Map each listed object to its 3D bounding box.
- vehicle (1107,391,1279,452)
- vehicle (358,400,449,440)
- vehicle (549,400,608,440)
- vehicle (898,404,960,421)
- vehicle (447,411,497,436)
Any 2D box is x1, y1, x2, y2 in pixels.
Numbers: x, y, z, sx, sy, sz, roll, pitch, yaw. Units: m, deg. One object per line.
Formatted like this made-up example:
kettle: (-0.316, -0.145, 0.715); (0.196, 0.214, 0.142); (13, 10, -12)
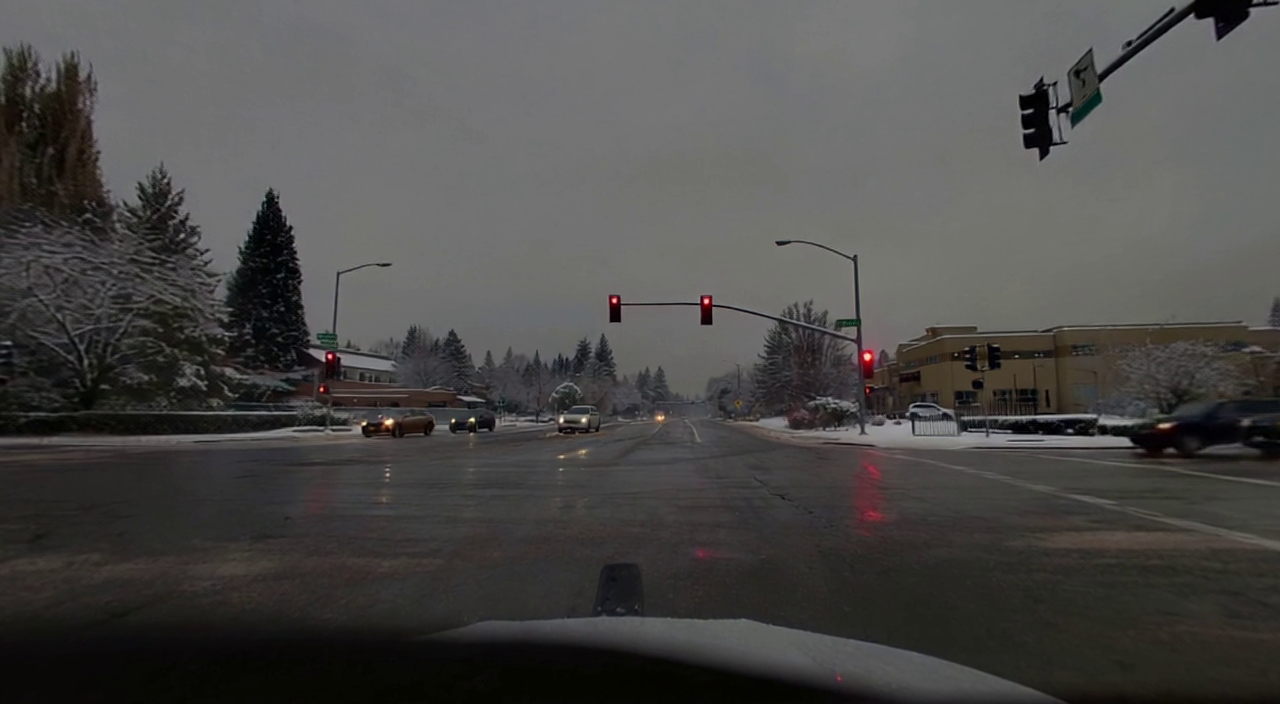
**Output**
vehicle: (16.348, 2.032, 18.181); (4.201, 1.663, 1.848); (-1, -8, 3)
vehicle: (-12.316, 3.666, 33.346); (2.340, 1.902, 4.920); (-1, -9, 8)
vehicle: (-3.225, 3.800, 34.521); (2.306, 1.907, 5.382); (-1, -8, 4)
vehicle: (22.290, 4.683, 48.861); (3.933, 1.219, 1.700); (0, -9, 4)
vehicle: (-11.028, 4.777, 41.779); (1.899, 1.510, 4.294); (-1, -8, 4)
